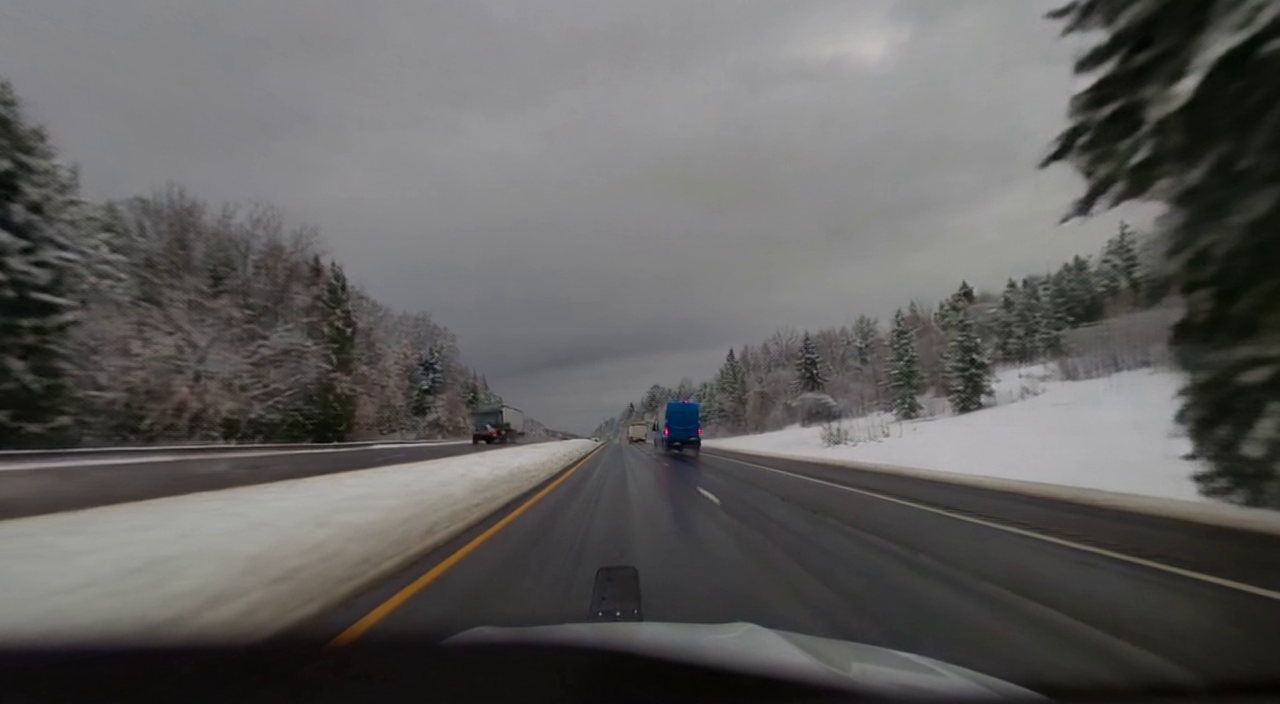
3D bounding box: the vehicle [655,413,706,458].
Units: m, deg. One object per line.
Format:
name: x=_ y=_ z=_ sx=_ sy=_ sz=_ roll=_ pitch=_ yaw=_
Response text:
vehicle: x=2.403 y=5.251 z=39.751 sx=2.570 sy=2.596 sz=6.082 roll=0 pitch=-8 yaw=-2
